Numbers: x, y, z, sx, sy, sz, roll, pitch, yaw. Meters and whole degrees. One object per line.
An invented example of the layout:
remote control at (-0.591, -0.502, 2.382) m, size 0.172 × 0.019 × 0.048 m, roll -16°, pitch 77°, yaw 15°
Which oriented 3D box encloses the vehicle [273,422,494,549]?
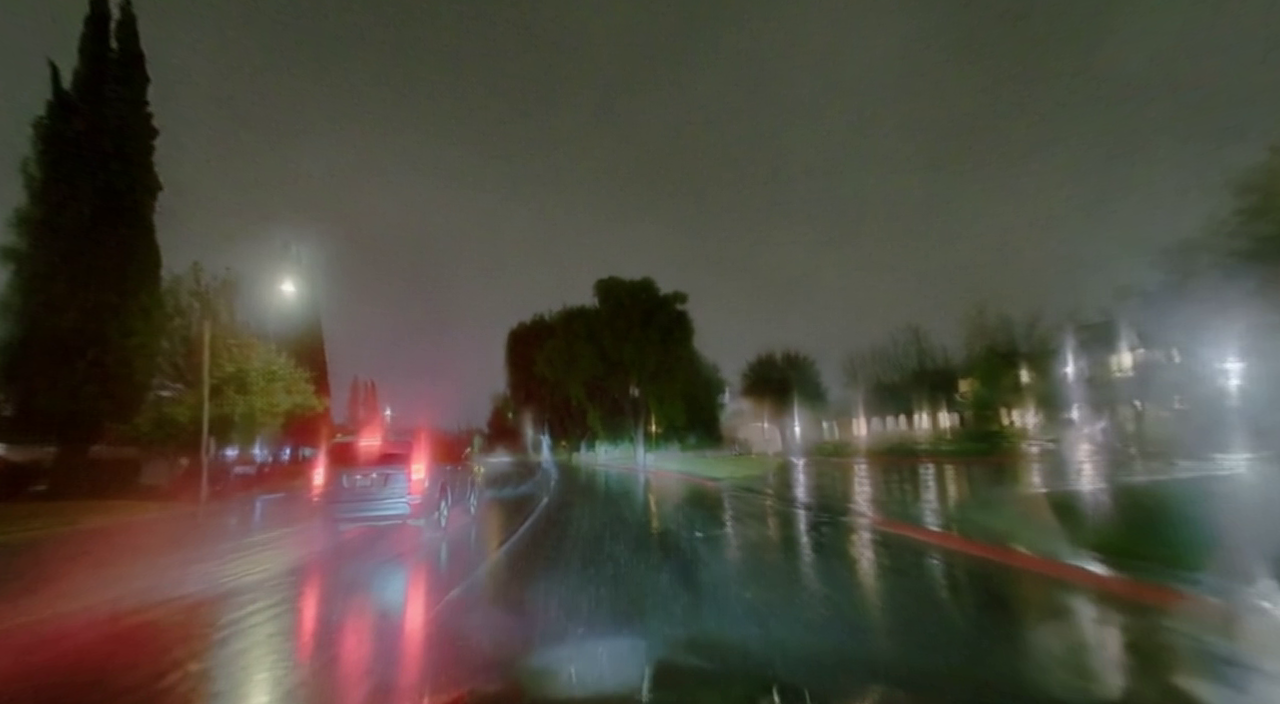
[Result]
vehicle at (-4.146, 2.221, 11.220) m, size 2.175 × 1.772 × 4.442 m, roll 0°, pitch -8°, yaw -2°

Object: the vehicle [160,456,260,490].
vehicle at (-27.139, 7.650, 40.030) m, size 4.809 × 1.471 × 2.012 m, roll -5°, pitch -8°, yaw -12°
